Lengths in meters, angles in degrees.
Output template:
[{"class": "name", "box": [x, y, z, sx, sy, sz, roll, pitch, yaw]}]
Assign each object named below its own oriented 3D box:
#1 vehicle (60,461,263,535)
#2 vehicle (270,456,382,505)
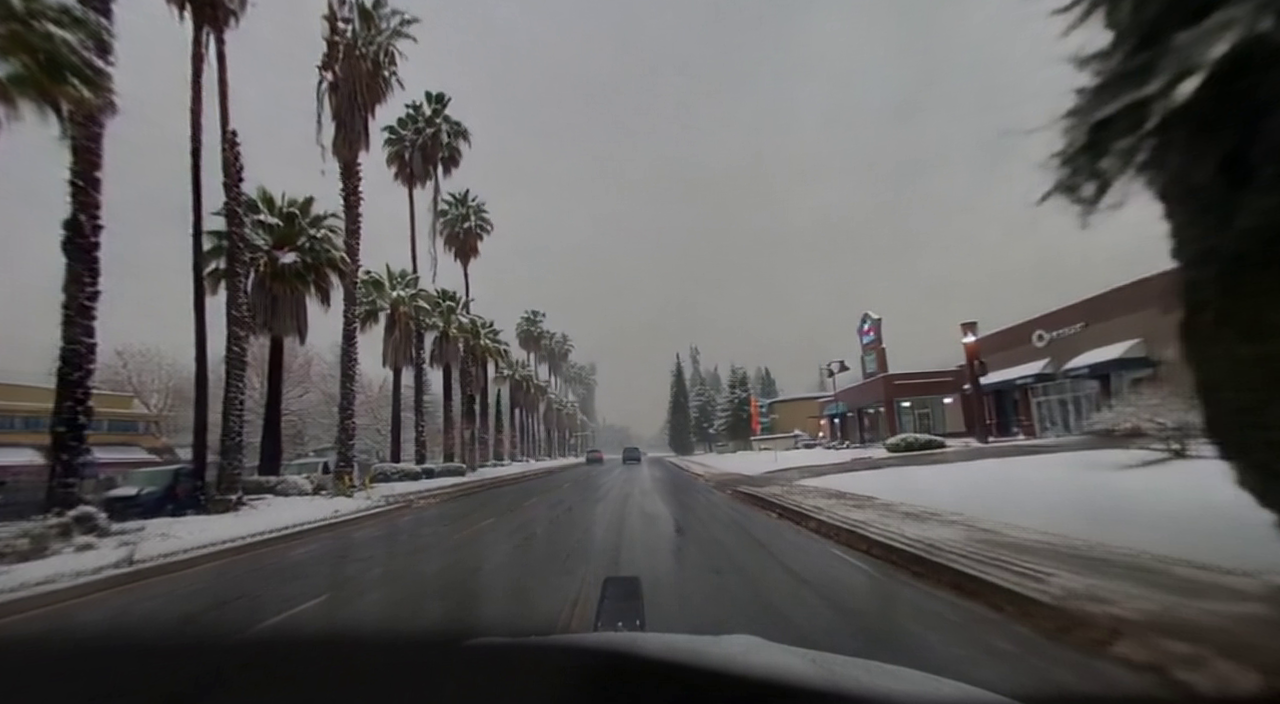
[{"class": "vehicle", "box": [-13.055, 3.969, 17.736, 2.199, 1.696, 4.440, 0, -9, 0]}, {"class": "vehicle", "box": [-13.220, 5.420, 27.034, 2.306, 1.807, 4.927, 0, -9, -1]}]
